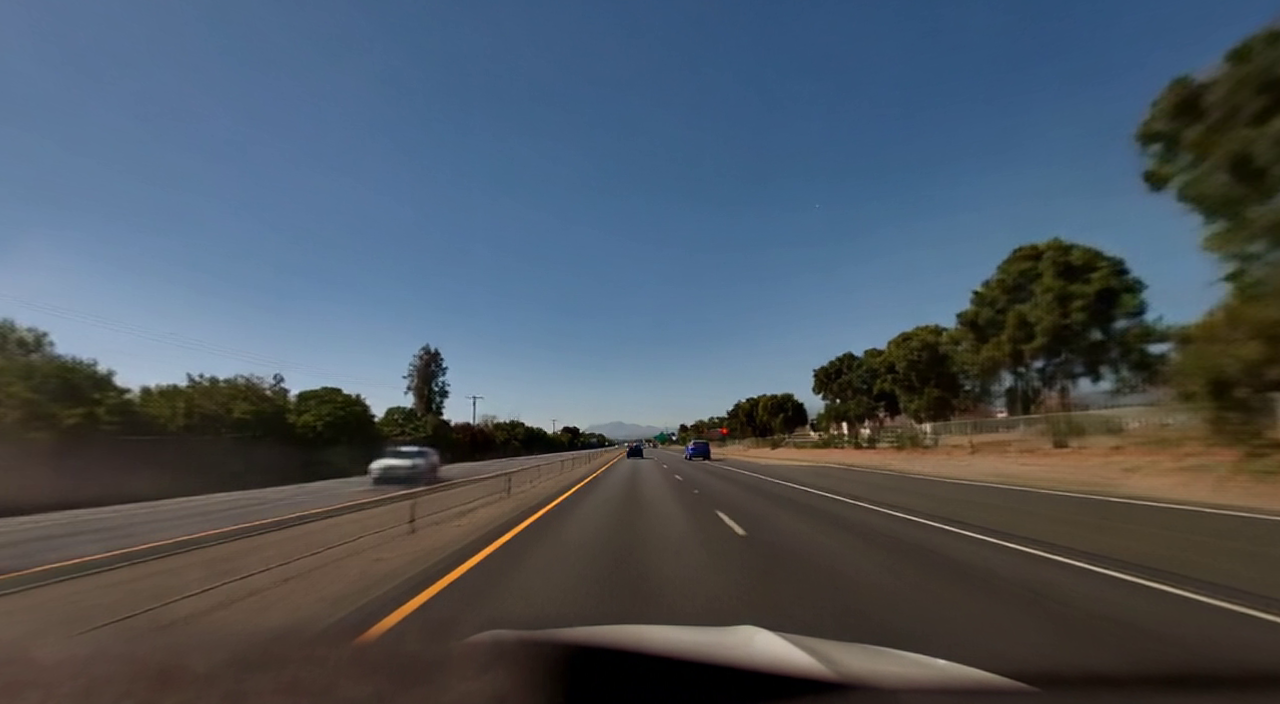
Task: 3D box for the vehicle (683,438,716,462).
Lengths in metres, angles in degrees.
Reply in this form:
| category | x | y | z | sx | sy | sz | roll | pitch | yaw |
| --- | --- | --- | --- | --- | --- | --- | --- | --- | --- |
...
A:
| category | x | y | z | sx | sy | sz | roll | pitch | yaw |
| --- | --- | --- | --- | --- | --- | --- | --- | --- | --- |
| vehicle | 4.235 | 7.061 | 45.372 | 2.037 | 1.609 | 4.036 | 0 | -8 | 0 |

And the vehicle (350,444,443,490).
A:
| category | x | y | z | sx | sy | sz | roll | pitch | yaw |
| --- | --- | --- | --- | --- | --- | --- | --- | --- | --- |
| vehicle | -9.244 | 4.361 | 24.261 | 1.923 | 1.573 | 4.250 | 0 | -8 | -1 |

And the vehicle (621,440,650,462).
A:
| category | x | y | z | sx | sy | sz | roll | pitch | yaw |
| --- | --- | --- | --- | --- | --- | --- | --- | --- | --- |
| vehicle | -0.276 | 7.270 | 46.307 | 2.009 | 1.554 | 4.013 | 0 | -8 | 1 |
